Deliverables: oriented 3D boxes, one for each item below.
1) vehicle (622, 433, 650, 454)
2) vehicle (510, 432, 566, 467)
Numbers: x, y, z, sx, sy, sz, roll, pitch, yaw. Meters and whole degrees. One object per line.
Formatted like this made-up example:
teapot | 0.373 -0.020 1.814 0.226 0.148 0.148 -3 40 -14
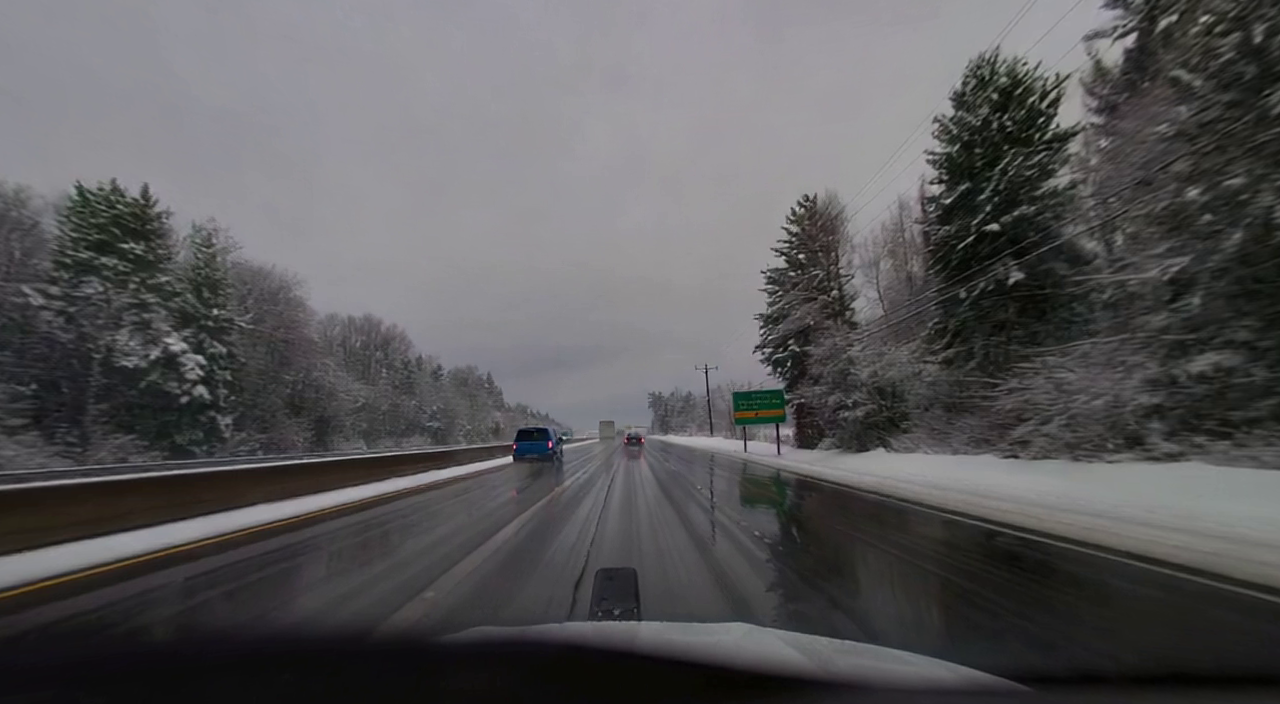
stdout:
vehicle | -0.303 6.522 45.089 1.890 1.472 3.716 0 -8 -1
vehicle | -4.589 4.403 28.818 1.911 1.477 3.807 0 -8 0
